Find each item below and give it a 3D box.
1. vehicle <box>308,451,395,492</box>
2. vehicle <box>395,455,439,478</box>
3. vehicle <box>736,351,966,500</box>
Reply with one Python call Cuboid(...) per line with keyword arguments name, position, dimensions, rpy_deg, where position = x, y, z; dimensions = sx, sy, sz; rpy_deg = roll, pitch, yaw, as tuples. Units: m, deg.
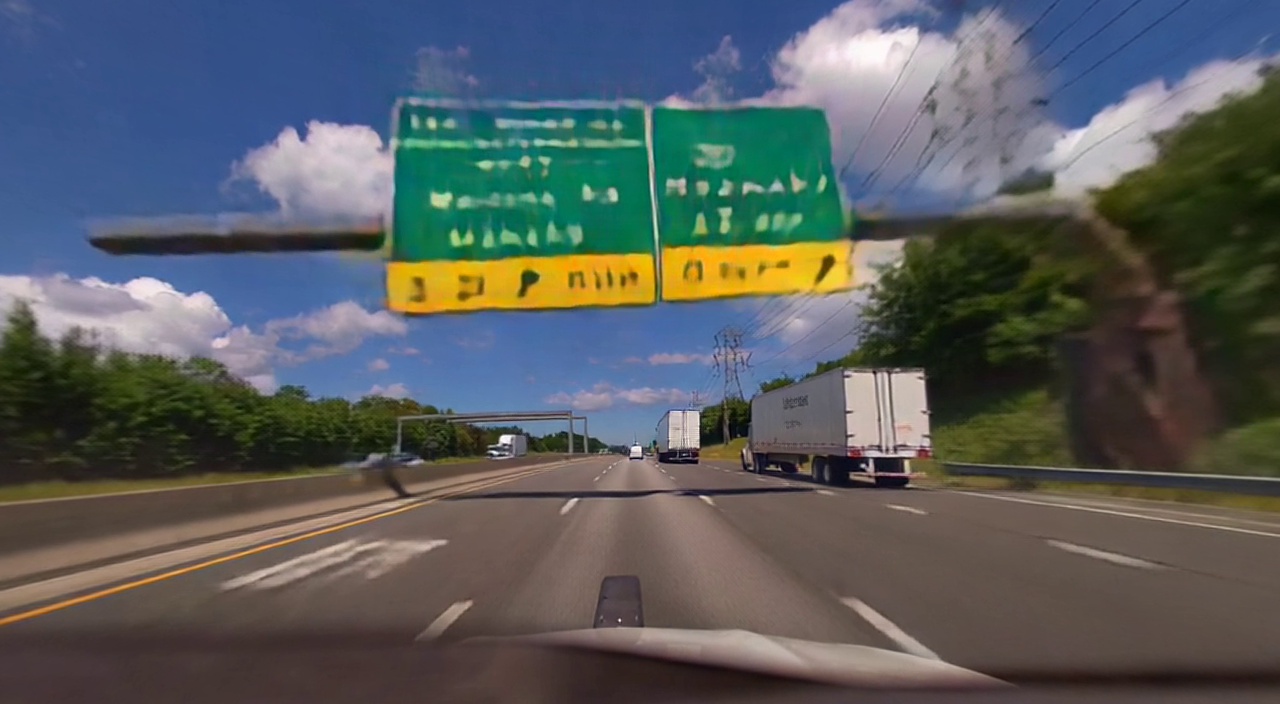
Cuboid(name="vehicle", position=(-11.828, 4.884, 26.041), dimensions=(1.804, 1.500, 3.794), rpy_deg=(0, -9, -1))
Cuboid(name="vehicle", position=(-15.562, 7.995, 44.073), dimensions=(1.740, 1.476, 3.811), rpy_deg=(0, -9, 0))
Cuboid(name="vehicle", position=(7.195, 3.337, 26.294), dimensions=(3.400, 4.134, 17.388), rpy_deg=(0, -9, -1))
